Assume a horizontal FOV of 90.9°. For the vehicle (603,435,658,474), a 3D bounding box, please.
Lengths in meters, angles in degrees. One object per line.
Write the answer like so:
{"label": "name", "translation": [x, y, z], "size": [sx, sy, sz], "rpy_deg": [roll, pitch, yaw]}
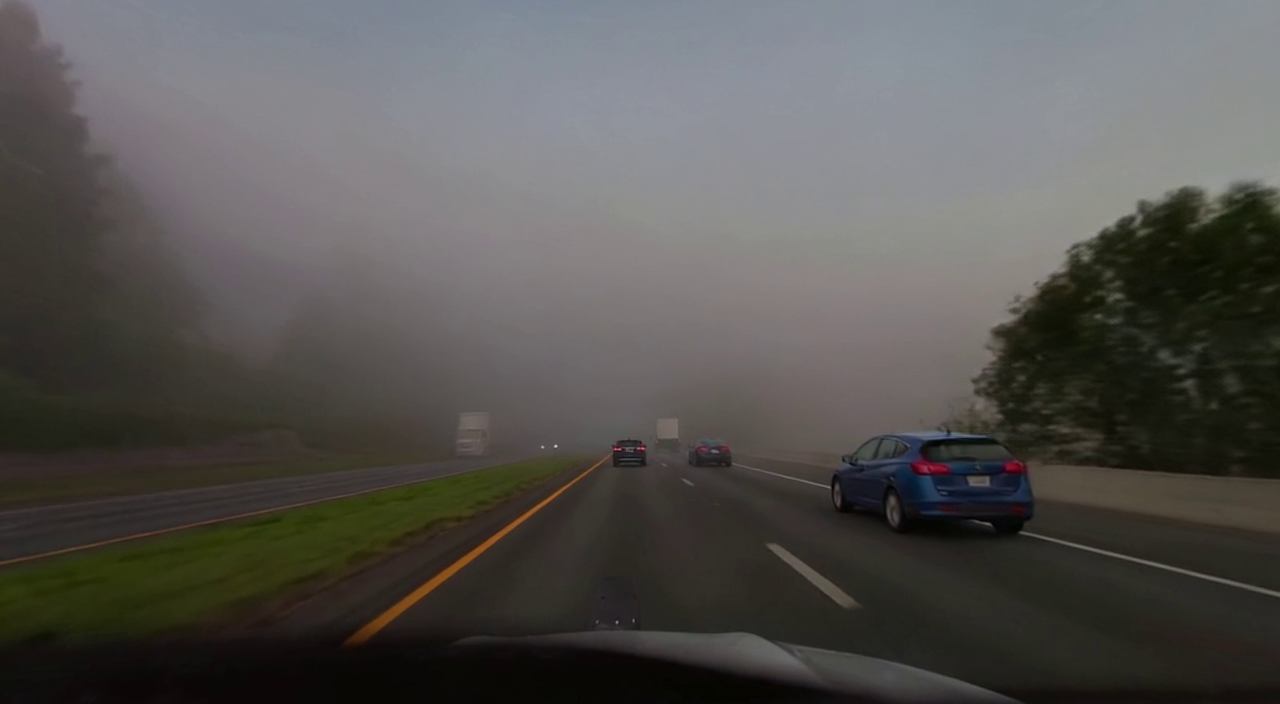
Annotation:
{"label": "vehicle", "translation": [-0.412, 4.238, 26.386], "size": [2.143, 1.466, 3.693], "rpy_deg": [0, -7, -2]}

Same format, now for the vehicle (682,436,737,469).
{"label": "vehicle", "translation": [3.307, 4.835, 30.806], "size": [2.004, 1.469, 4.472], "rpy_deg": [0, -8, -2]}

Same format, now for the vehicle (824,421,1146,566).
{"label": "vehicle", "translation": [4.333, 1.795, 8.919], "size": [2.066, 1.526, 4.216], "rpy_deg": [0, -8, -2]}
